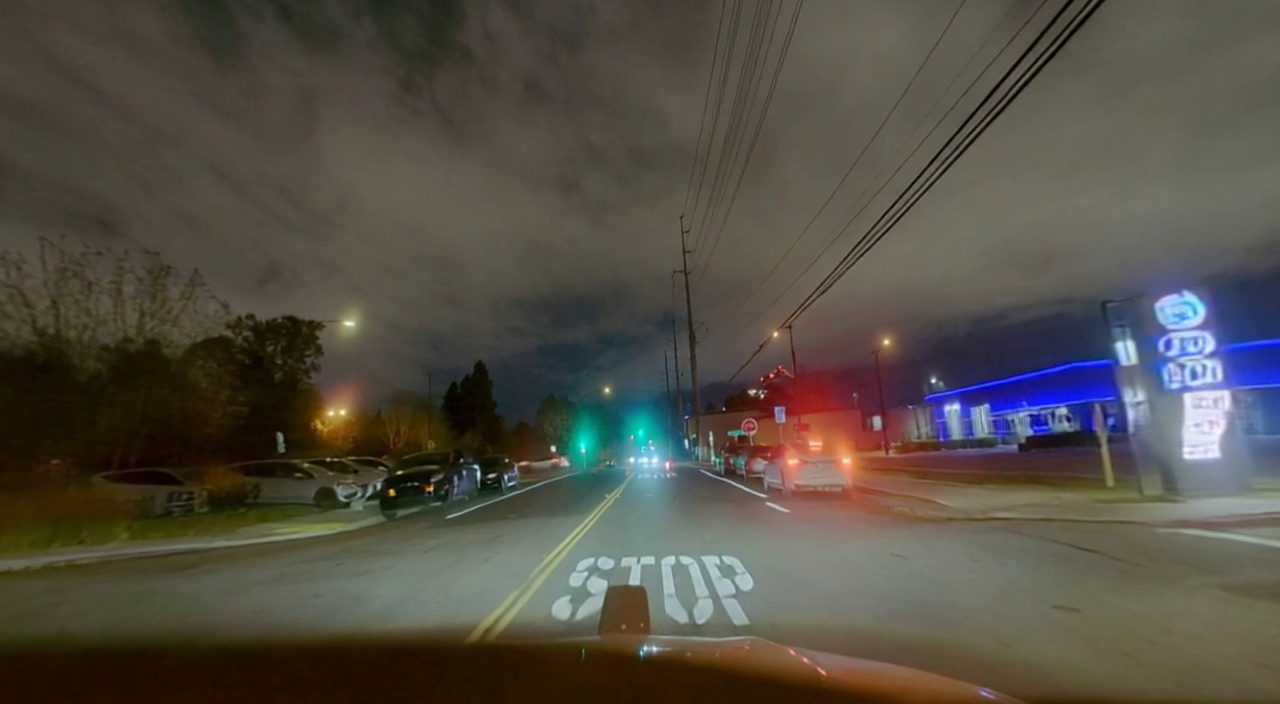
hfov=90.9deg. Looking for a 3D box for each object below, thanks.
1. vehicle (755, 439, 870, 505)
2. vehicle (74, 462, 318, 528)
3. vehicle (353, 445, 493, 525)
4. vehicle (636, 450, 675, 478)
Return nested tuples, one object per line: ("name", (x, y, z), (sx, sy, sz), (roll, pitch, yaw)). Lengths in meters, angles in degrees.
("vehicle", (4.313, 3.031, 16.516), (1.840, 1.452, 4.517), (-1, -8, 1))
("vehicle", (-11.632, 3.759, 16.833), (4.968, 1.493, 1.961), (0, -8, -2))
("vehicle", (-5.705, 3.506, 17.426), (2.146, 1.775, 5.117), (0, -8, -1))
("vehicle", (0.983, 6.535, 37.054), (2.033, 1.464, 4.645), (-1, -8, 5))
